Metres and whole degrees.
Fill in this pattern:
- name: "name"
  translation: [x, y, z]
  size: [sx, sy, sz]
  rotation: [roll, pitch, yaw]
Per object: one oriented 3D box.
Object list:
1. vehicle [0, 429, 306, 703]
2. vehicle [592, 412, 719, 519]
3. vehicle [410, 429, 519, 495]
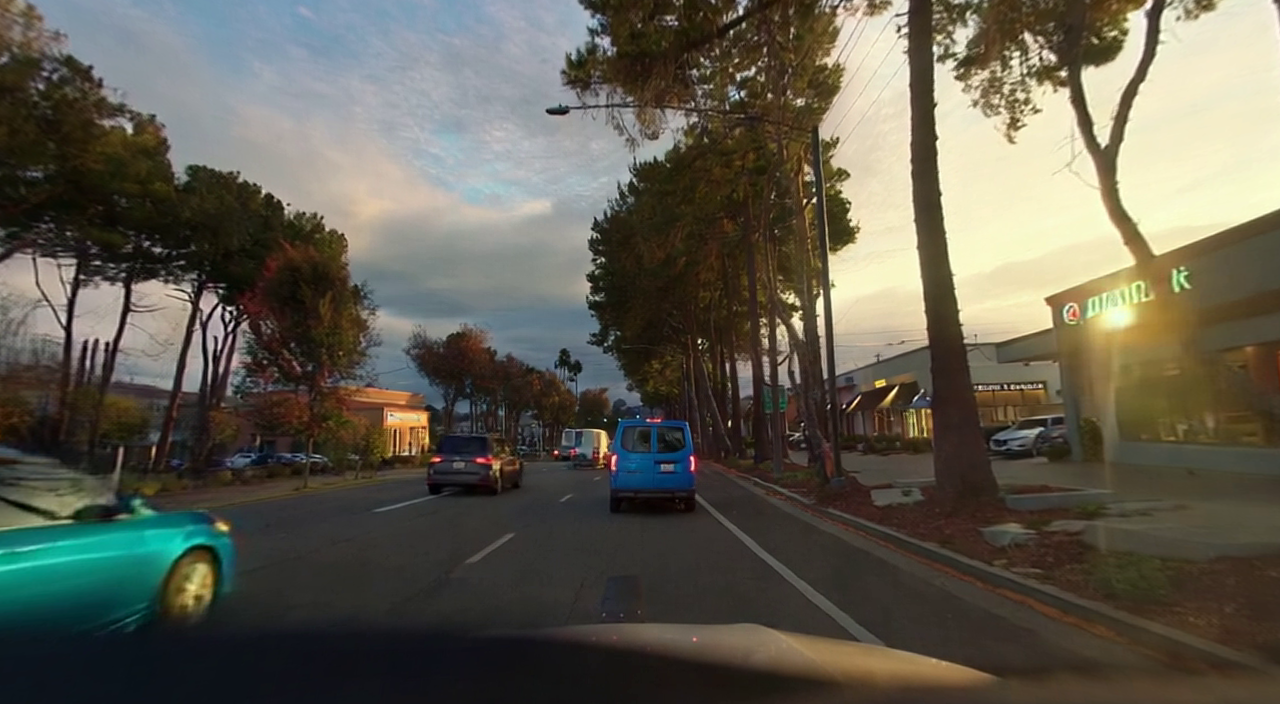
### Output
- name: "vehicle"
  translation: [-4.079, 1.141, 3.243]
  size: [1.991, 1.459, 4.813]
  rotation: [0, -9, 2]
- name: "vehicle"
  translation: [0.323, 2.278, 13.040]
  size: [2.173, 1.830, 4.189]
  rotation: [0, -9, 2]
- name: "vehicle"
  translation: [-5.078, 3.271, 19.097]
  size: [2.116, 1.714, 4.757]
  rotation: [0, -9, -2]
